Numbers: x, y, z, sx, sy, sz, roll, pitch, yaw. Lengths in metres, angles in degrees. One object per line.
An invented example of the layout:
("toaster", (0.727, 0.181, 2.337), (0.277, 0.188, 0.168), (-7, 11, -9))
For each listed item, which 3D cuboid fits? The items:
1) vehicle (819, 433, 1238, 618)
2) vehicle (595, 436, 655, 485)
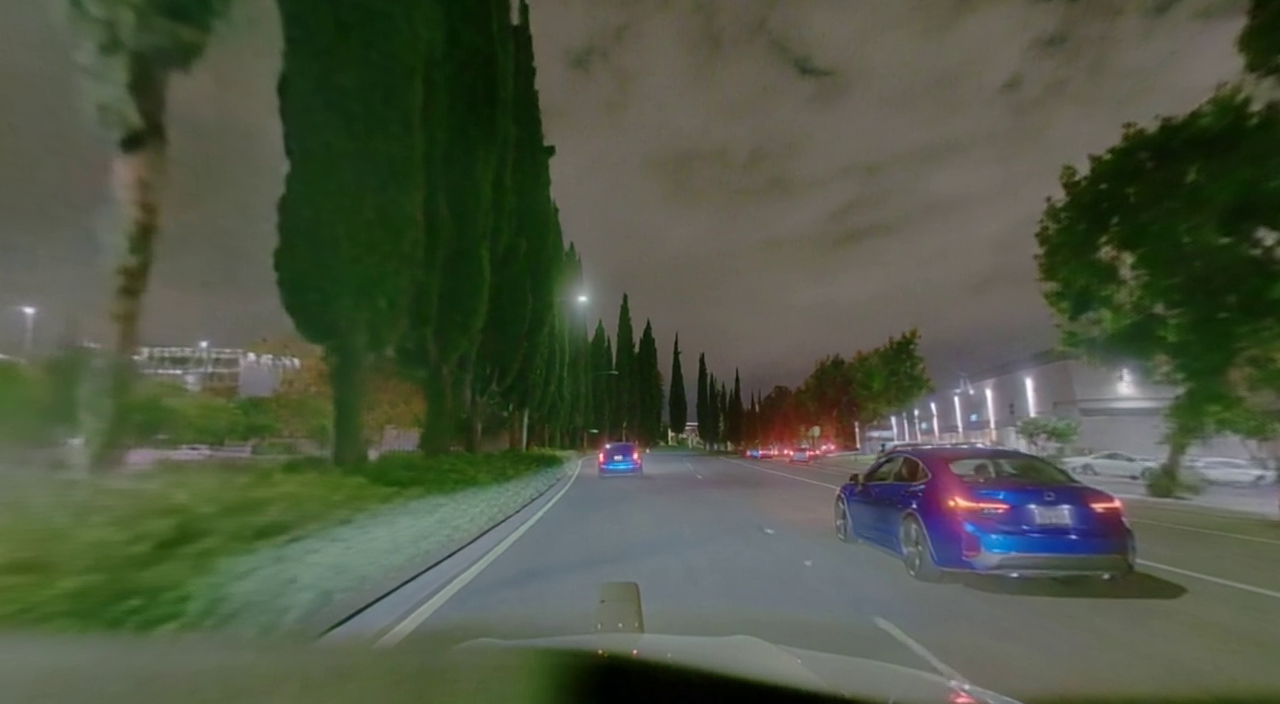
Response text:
("vehicle", (3.666, 1.683, 7.173), (1.918, 1.418, 4.360), (0, -8, -1))
("vehicle", (-0.625, 4.132, 24.353), (2.085, 1.693, 4.301), (0, -8, -3))
